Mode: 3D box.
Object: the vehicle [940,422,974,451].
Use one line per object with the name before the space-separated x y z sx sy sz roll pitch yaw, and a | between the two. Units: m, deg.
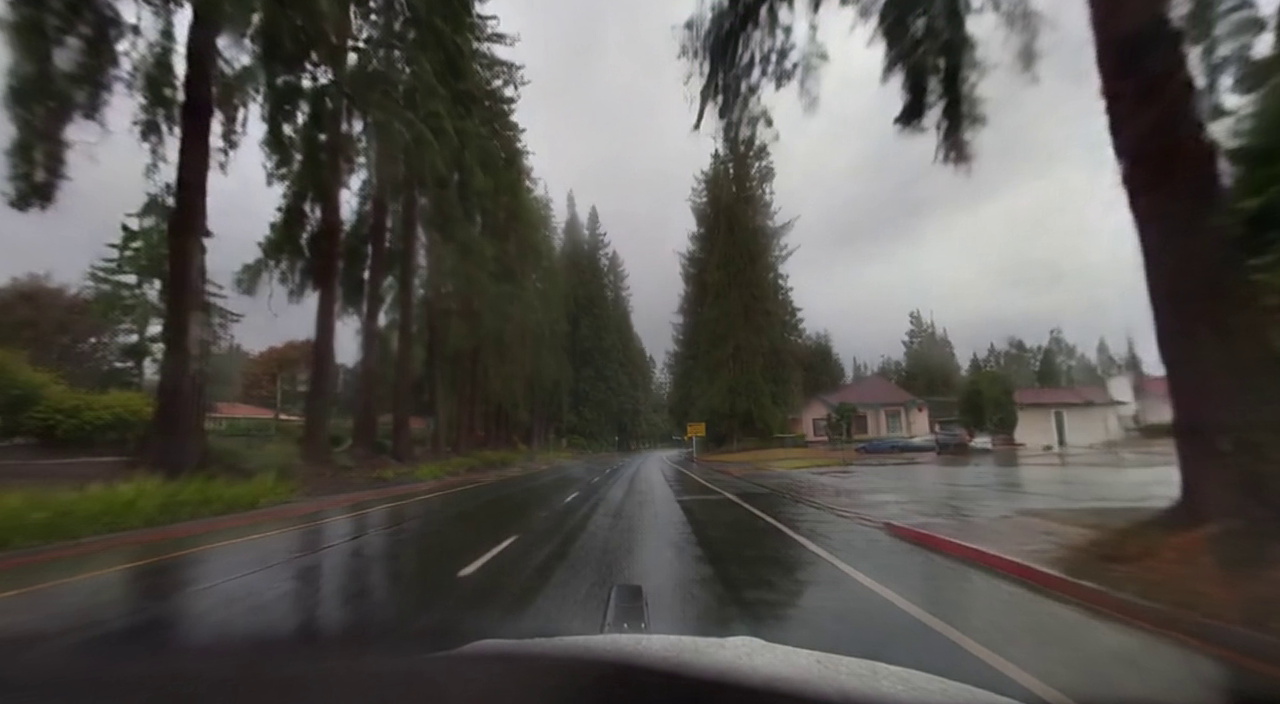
vehicle | 21.778 5.862 43.426 1.889 1.853 4.207 -4 -9 25
